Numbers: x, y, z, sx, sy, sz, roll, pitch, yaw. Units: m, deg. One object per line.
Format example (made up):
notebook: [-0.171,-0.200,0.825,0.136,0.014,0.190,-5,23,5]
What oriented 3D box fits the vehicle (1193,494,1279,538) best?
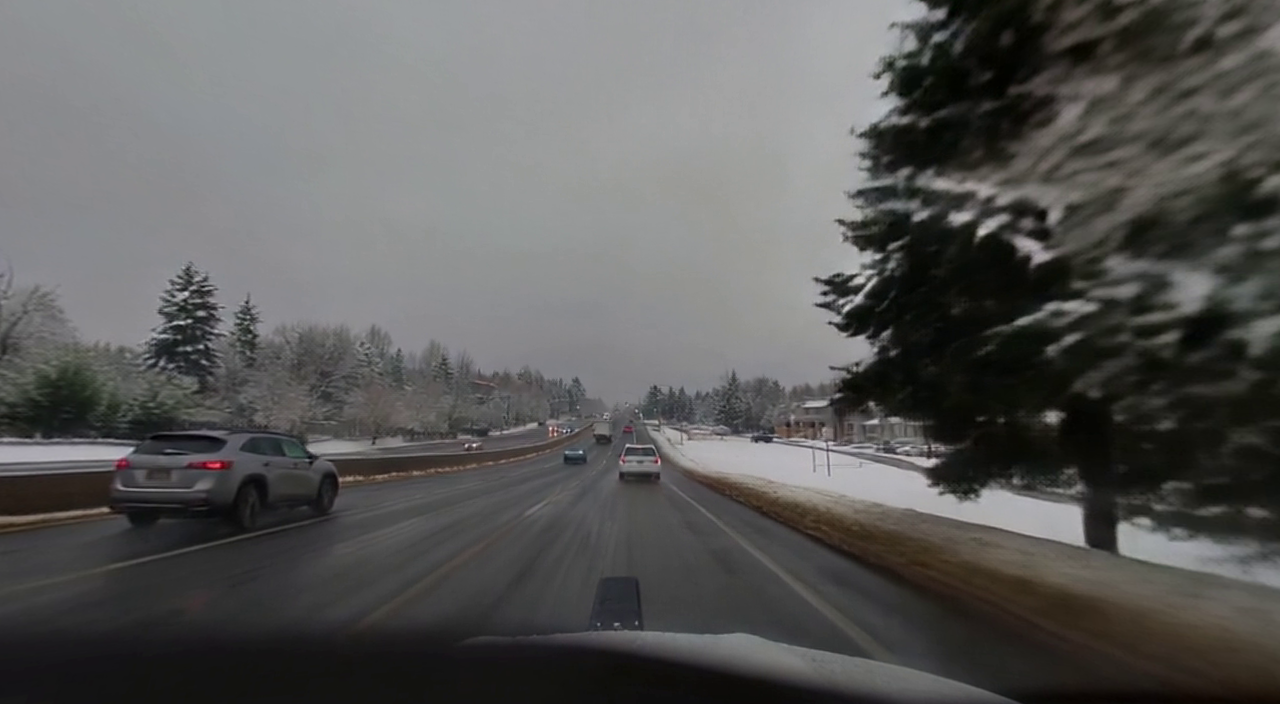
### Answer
vehicle: [27.645,7.287,27.804,1.874,1.577,4.877,5,-9,-8]

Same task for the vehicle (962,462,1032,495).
vehicle: [25.656,9.068,45.619,1.975,1.950,4.526,-1,-7,-6]

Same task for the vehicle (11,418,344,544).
vehicle: [-7.358,2.094,10.995,1.997,1.650,5.090,0,-9,-1]

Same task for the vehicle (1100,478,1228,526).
vehicle: [26.984,7.695,32.823,1.858,1.849,4.942,0,-7,-10]

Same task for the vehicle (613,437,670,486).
vehicle: [0.029,4.421,25.805,2.125,1.830,4.370,0,-9,0]

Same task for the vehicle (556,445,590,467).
vehicle: [-5.118,8.013,48.846,2.123,1.592,4.505,0,-9,-1]
